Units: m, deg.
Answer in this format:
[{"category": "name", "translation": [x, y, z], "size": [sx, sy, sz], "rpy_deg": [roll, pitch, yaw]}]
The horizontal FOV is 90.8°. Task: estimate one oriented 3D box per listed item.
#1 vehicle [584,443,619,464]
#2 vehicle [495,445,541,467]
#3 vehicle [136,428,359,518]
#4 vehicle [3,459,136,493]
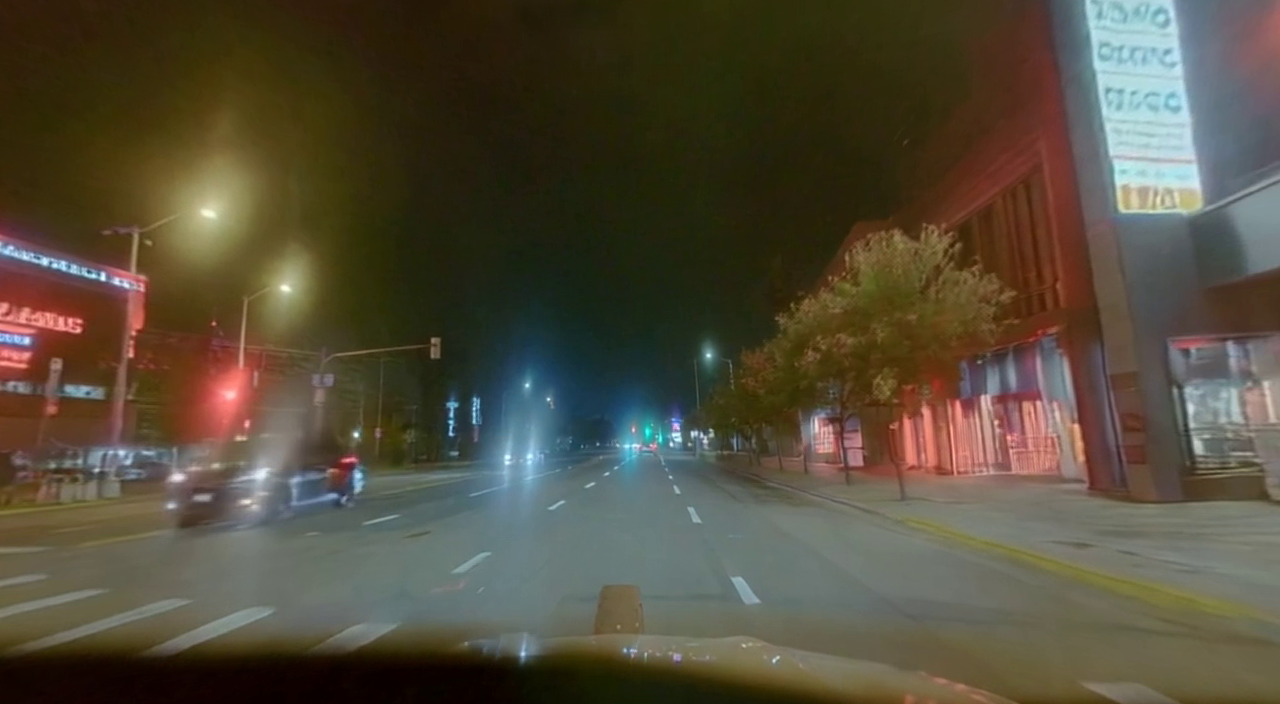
[{"category": "vehicle", "translation": [-2.610, 7.036, 43.872], "size": [1.962, 1.420, 4.021], "rpy_deg": [-1, -9, 4]}, {"category": "vehicle", "translation": [-8.331, 7.131, 43.494], "size": [2.050, 1.457, 4.338], "rpy_deg": [-1, -9, 3]}, {"category": "vehicle", "translation": [-9.209, 2.861, 15.514], "size": [2.281, 1.834, 4.736], "rpy_deg": [-1, -9, 2]}, {"category": "vehicle", "translation": [-28.168, 6.086, 31.369], "size": [1.755, 1.445, 4.485], "rpy_deg": [-5, -10, 29]}]
